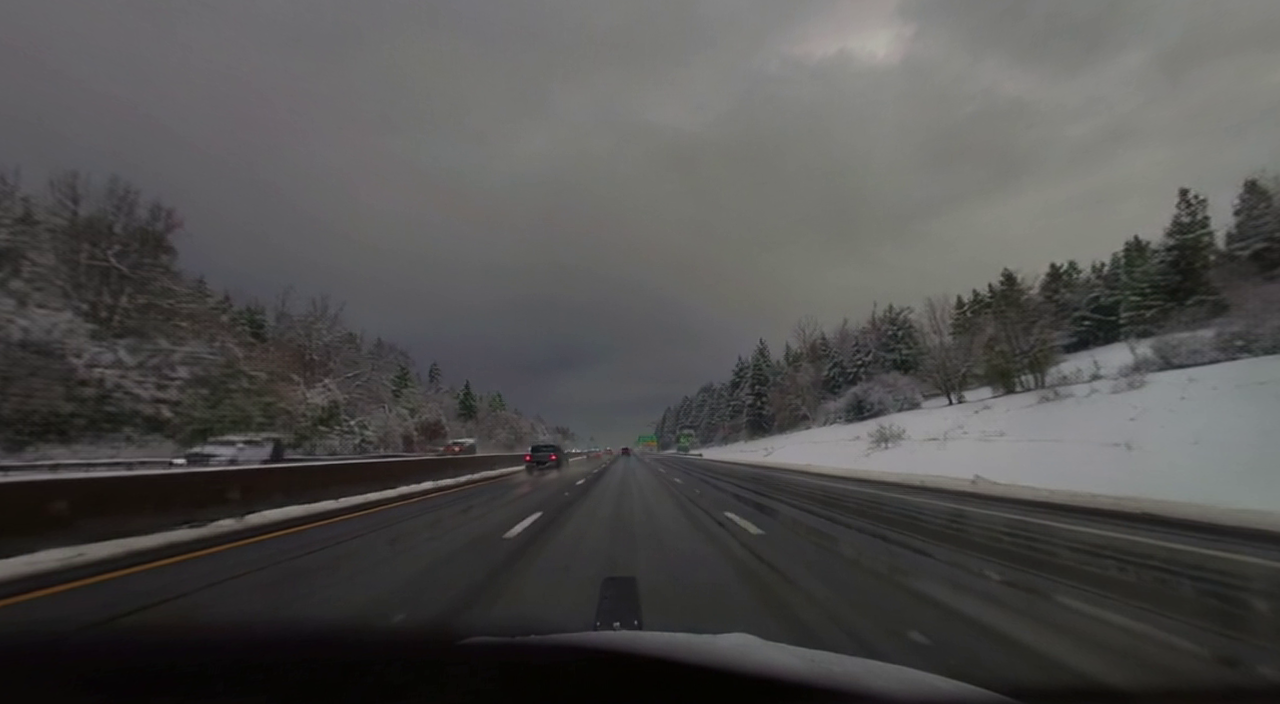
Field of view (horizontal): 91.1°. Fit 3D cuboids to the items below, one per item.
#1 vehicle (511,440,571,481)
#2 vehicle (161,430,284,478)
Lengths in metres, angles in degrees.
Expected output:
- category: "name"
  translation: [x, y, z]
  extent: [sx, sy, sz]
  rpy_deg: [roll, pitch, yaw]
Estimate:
- category: "vehicle"
  translation: [-4.495, 5.005, 29.325]
  extent: [2.111, 1.717, 4.426]
  rpy_deg: [0, -9, -1]
- category: "vehicle"
  translation: [-17.408, 4.293, 26.556]
  extent: [1.952, 1.807, 4.846]
  rpy_deg: [0, -9, -2]
